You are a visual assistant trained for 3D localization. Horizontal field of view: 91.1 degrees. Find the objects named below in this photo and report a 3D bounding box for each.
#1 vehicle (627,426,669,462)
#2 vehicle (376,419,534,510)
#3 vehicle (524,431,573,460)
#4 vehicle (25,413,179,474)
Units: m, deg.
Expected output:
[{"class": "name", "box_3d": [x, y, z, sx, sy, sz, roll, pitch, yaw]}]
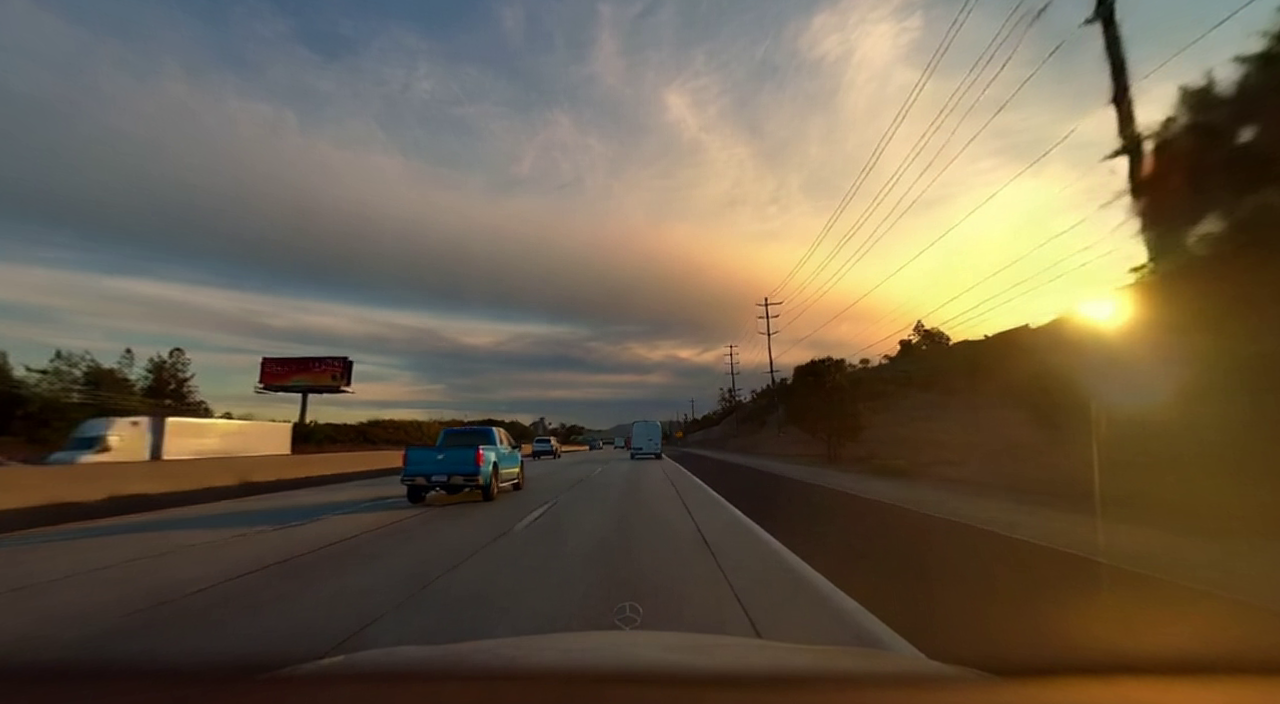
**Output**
[{"class": "vehicle", "box_3d": [0.534, 6.358, 43.570, 2.692, 2.279, 5.695, 0, -8, 0]}, {"class": "vehicle", "box_3d": [-3.960, 2.495, 14.471, 2.145, 1.730, 4.729, -1, -8, 1]}, {"class": "vehicle", "box_3d": [-6.999, 7.261, 49.067, 2.695, 2.084, 6.836, -1, -8, 1]}, {"class": "vehicle", "box_3d": [-36.417, 6.215, 43.084, 3.036, 3.726, 8.384, 0, -8, 0]}]
